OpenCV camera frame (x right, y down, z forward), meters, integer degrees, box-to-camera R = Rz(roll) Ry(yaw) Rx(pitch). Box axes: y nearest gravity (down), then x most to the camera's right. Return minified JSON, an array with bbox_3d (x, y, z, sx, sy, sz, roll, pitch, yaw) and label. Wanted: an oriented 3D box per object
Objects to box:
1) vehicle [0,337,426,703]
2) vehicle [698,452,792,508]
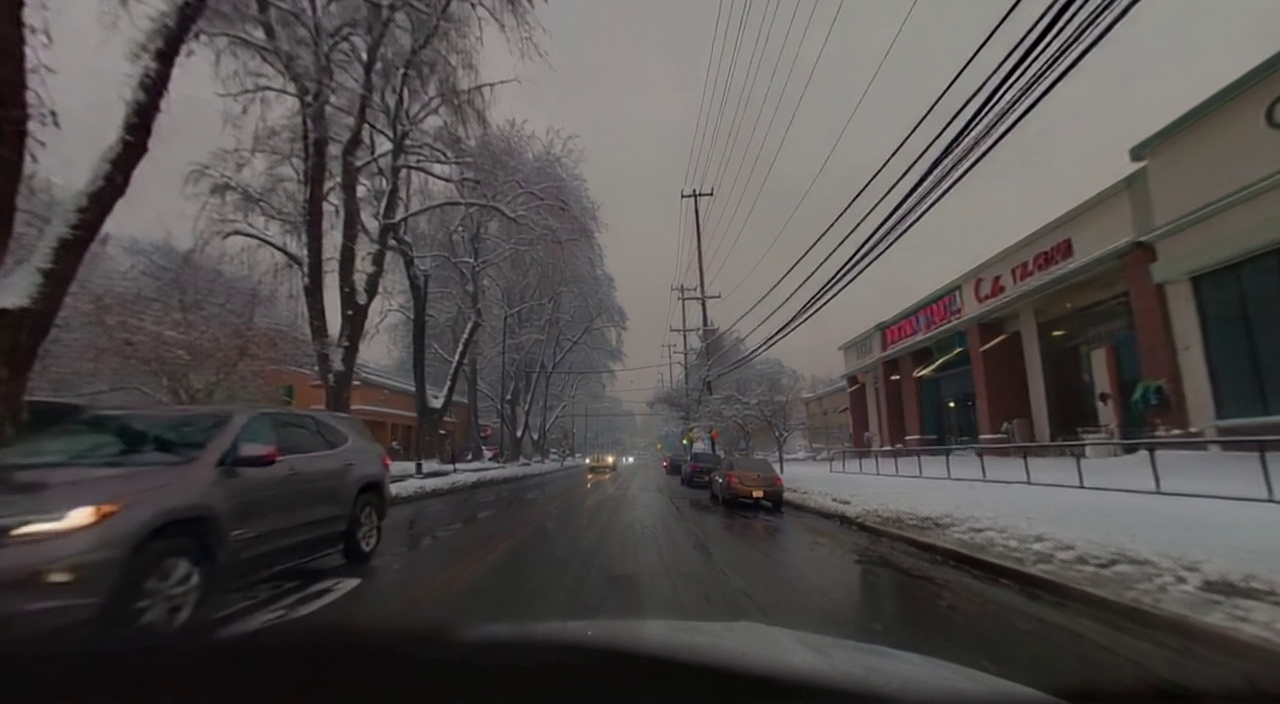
[{"bbox_3d":[-4.048,1.242,5.721,2.495,1.966,4.846,0,-8,0],"label":"vehicle"},{"bbox_3d":[2.909,3.632,18.370,1.877,1.373,3.854,0,-8,-3],"label":"vehicle"}]
